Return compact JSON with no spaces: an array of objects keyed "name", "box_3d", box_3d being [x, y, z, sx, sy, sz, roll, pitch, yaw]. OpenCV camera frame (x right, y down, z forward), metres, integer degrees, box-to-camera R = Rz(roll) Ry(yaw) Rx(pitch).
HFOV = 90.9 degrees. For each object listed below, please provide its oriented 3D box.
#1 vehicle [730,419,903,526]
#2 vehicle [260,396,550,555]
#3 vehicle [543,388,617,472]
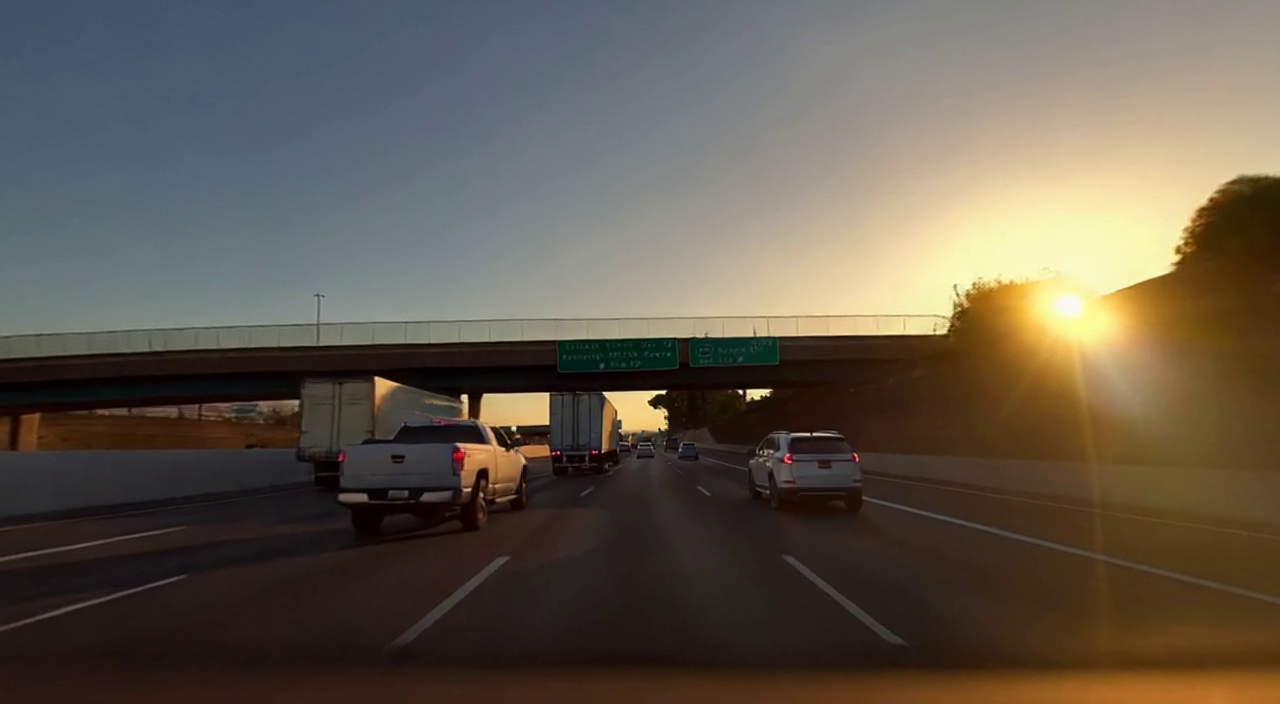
[{"name":"vehicle","box_3d":[3.095,2.220,12.161,2.028,1.658,4.334,0,-8,0]},{"name":"vehicle","box_3d":[-3.498,2.064,11.423,2.645,2.023,6.491,-1,-8,1]},{"name":"vehicle","box_3d":[-3.244,4.973,38.839,2.869,4.108,15.564,0,-8,1]}]
